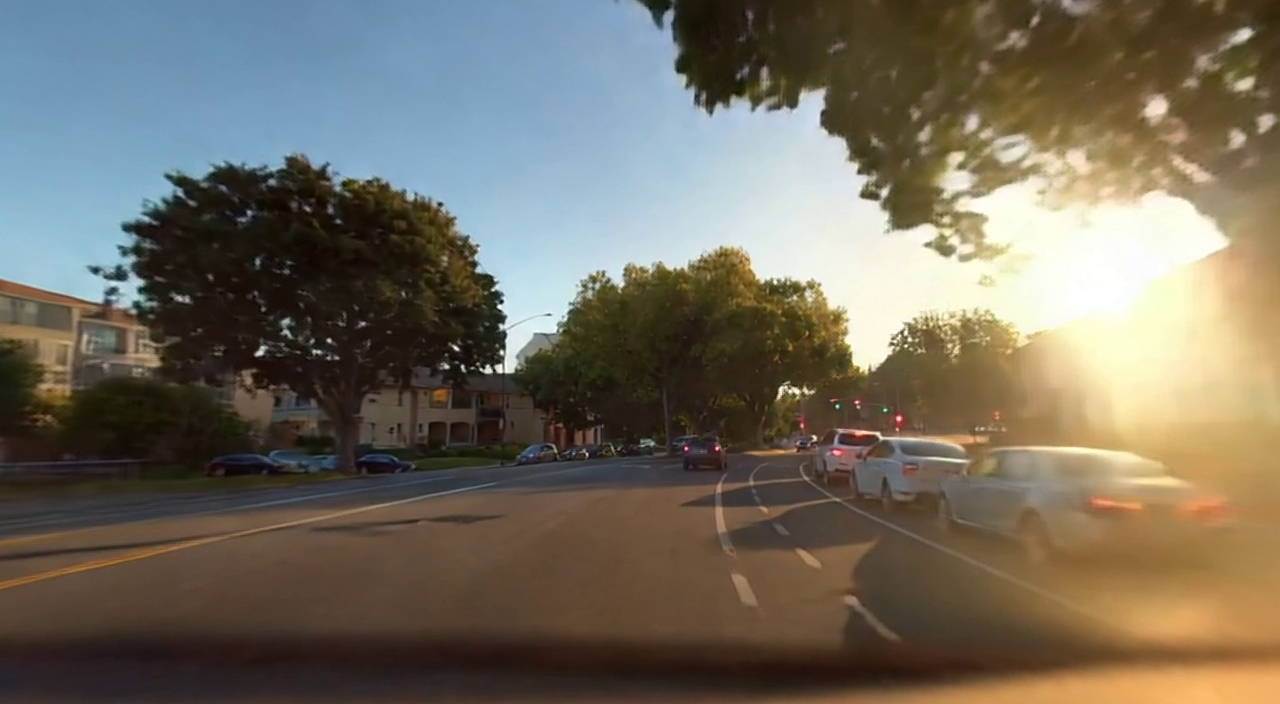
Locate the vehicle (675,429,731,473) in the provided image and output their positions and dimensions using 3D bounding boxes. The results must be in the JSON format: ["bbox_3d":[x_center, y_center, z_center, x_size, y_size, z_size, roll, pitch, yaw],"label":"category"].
[{"bbox_3d":[2.769,4.166,26.782,1.852,1.680,4.488,-2,-8,12],"label":"vehicle"}]

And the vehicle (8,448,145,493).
[{"bbox_3d":[-24.382,5.076,27.405,4.385,1.800,1.992,-1,-8,10],"label":"vehicle"}]

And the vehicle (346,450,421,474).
[{"bbox_3d":[-16.477,7.066,40.654,4.195,1.400,1.726,-2,-8,12],"label":"vehicle"}]

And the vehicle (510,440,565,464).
[{"bbox_3d":[-6.827,6.732,42.668,1.918,1.508,4.353,-2,-8,17],"label":"vehicle"}]

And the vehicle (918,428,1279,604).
[{"bbox_3d":[5.186,1.697,7.597,1.940,1.456,4.502,-1,-8,5],"label":"vehicle"}]

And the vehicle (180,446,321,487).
[{"bbox_3d":[-19.739,5.806,32.109,5.953,1.868,2.049,0,-10,7],"label":"vehicle"}]

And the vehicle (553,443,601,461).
[{"bbox_3d":[-4.825,7.689,48.950,1.893,1.310,4.719,-3,-9,19],"label":"vehicle"}]
